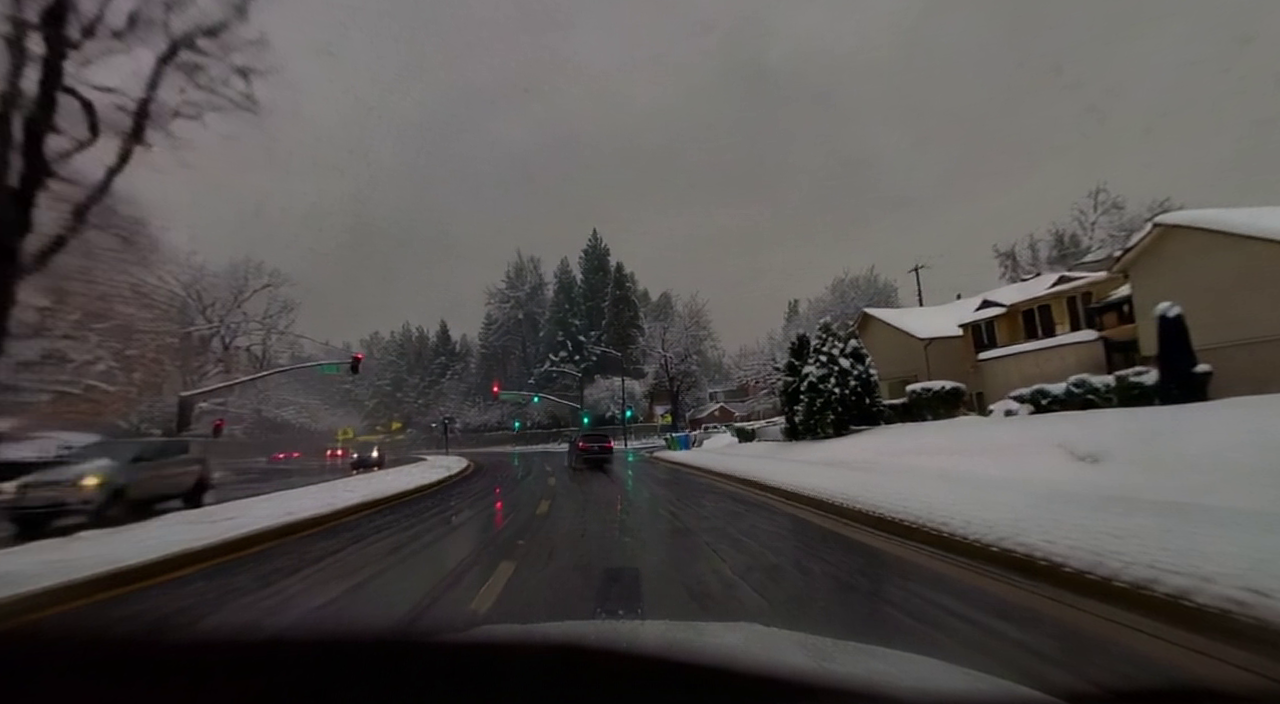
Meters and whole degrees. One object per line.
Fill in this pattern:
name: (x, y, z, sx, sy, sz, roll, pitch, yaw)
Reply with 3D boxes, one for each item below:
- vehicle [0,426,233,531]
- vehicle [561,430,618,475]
vehicle: (-12.380, 2.847, 14.982, 2.259, 1.973, 5.712, 1, -8, -8)
vehicle: (-2.195, 4.210, 26.710, 1.990, 1.707, 4.225, 1, -9, -10)
